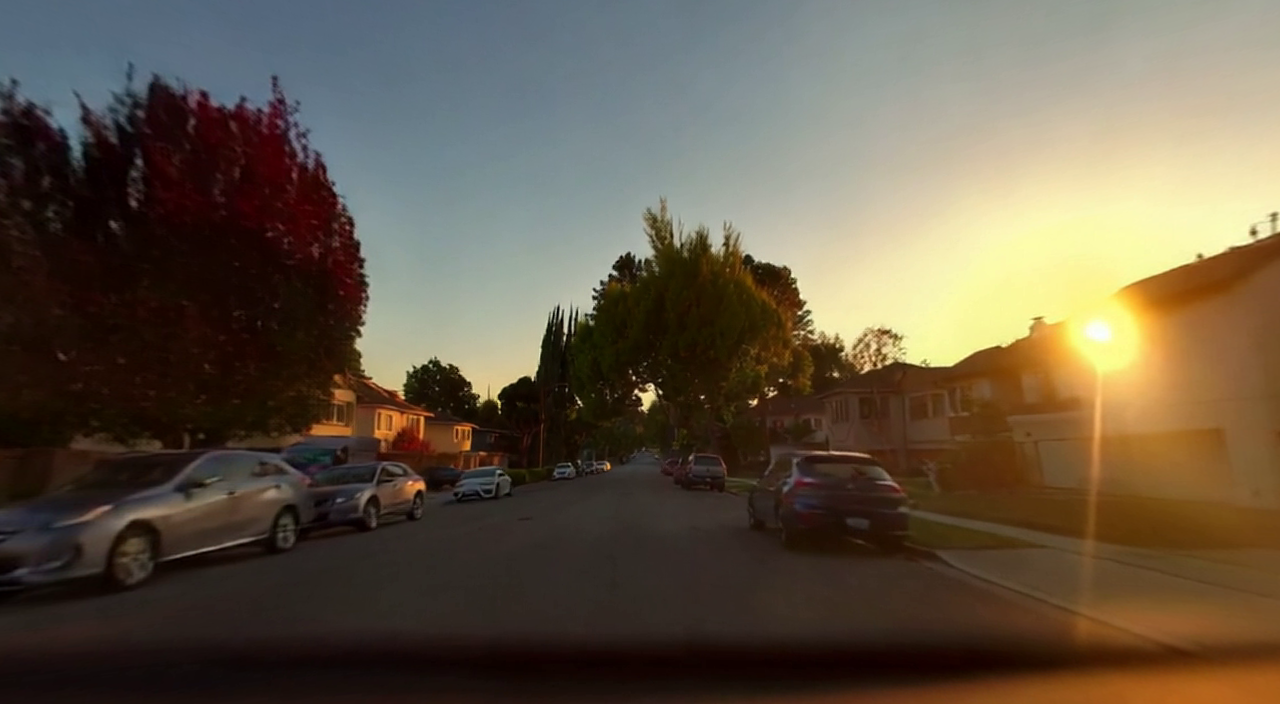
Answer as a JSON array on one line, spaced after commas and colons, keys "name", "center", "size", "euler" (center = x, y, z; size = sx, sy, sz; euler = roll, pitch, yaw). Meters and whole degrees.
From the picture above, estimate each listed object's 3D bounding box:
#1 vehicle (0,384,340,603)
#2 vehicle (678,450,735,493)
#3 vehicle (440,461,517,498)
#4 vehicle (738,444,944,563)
[{"name": "vehicle", "center": [-6.962, 2.033, 9.291], "size": [2.408, 2.201, 5.646], "euler": [-1, -12, -2]}, {"name": "vehicle", "center": [3.123, 5.702, 30.549], "size": [2.262, 1.870, 4.948], "euler": [0, -8, 1]}, {"name": "vehicle", "center": [-6.997, 5.634, 27.723], "size": [2.071, 1.481, 4.425], "euler": [-1, -12, 2]}, {"name": "vehicle", "center": [3.110, 2.418, 10.961], "size": [2.050, 1.598, 4.590], "euler": [0, -8, 0]}]
